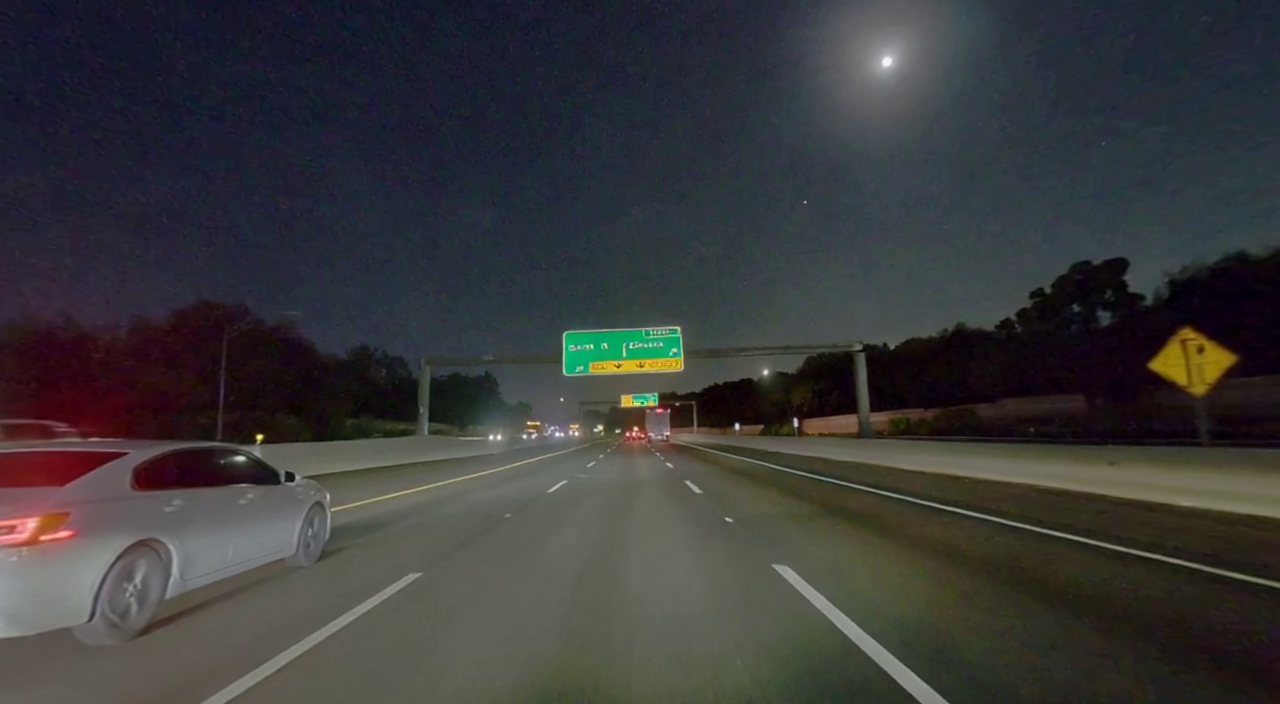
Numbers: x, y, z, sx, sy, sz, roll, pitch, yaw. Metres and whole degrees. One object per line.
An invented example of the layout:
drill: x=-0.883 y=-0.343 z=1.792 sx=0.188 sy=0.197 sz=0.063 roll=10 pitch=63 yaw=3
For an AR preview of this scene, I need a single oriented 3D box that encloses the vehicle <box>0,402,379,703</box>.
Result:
vehicle: x=-3.729 y=1.177 z=4.414 sx=1.971 sy=1.444 sz=4.401 roll=0 pitch=-8 yaw=-1
